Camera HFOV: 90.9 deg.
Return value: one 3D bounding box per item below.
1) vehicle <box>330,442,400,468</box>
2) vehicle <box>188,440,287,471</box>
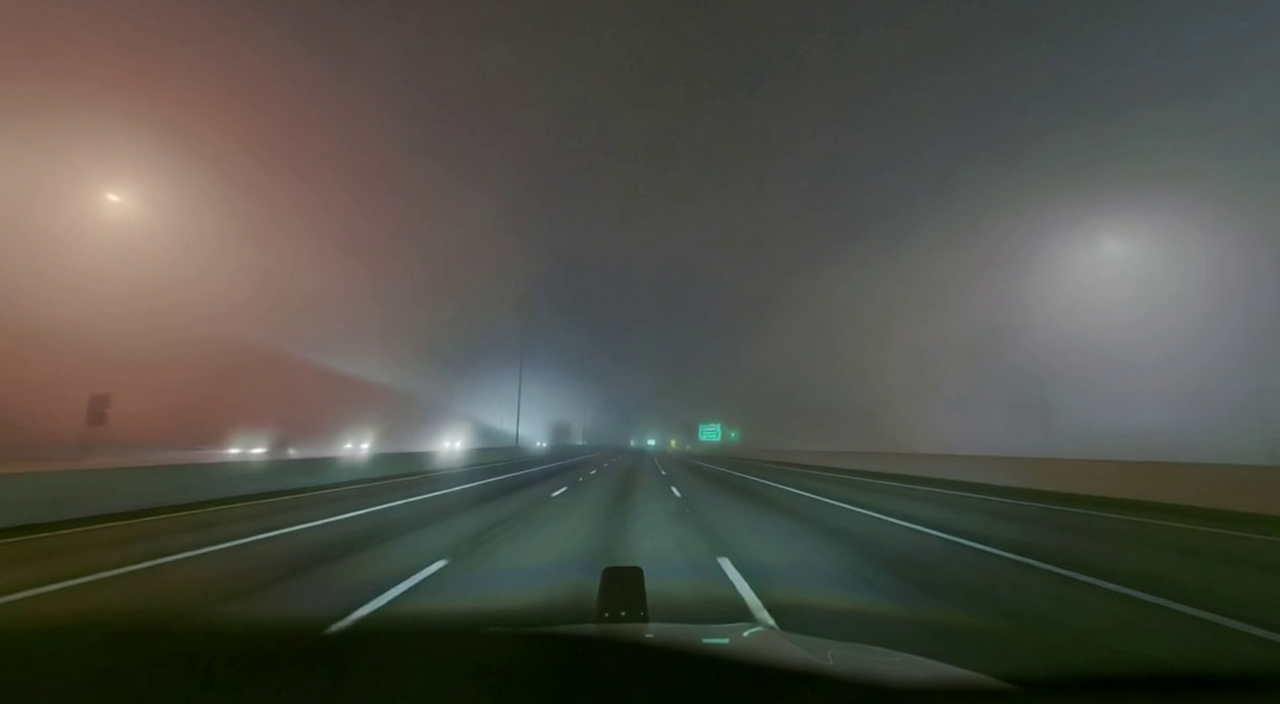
[{"bbox_3d":[-16.420,6.151,37.957,1.957,1.446,4.710,0,-9,1],"label":"vehicle"},{"bbox_3d":[-20.179,5.207,31.897,2.001,1.455,4.391,0,-8,1],"label":"vehicle"}]
